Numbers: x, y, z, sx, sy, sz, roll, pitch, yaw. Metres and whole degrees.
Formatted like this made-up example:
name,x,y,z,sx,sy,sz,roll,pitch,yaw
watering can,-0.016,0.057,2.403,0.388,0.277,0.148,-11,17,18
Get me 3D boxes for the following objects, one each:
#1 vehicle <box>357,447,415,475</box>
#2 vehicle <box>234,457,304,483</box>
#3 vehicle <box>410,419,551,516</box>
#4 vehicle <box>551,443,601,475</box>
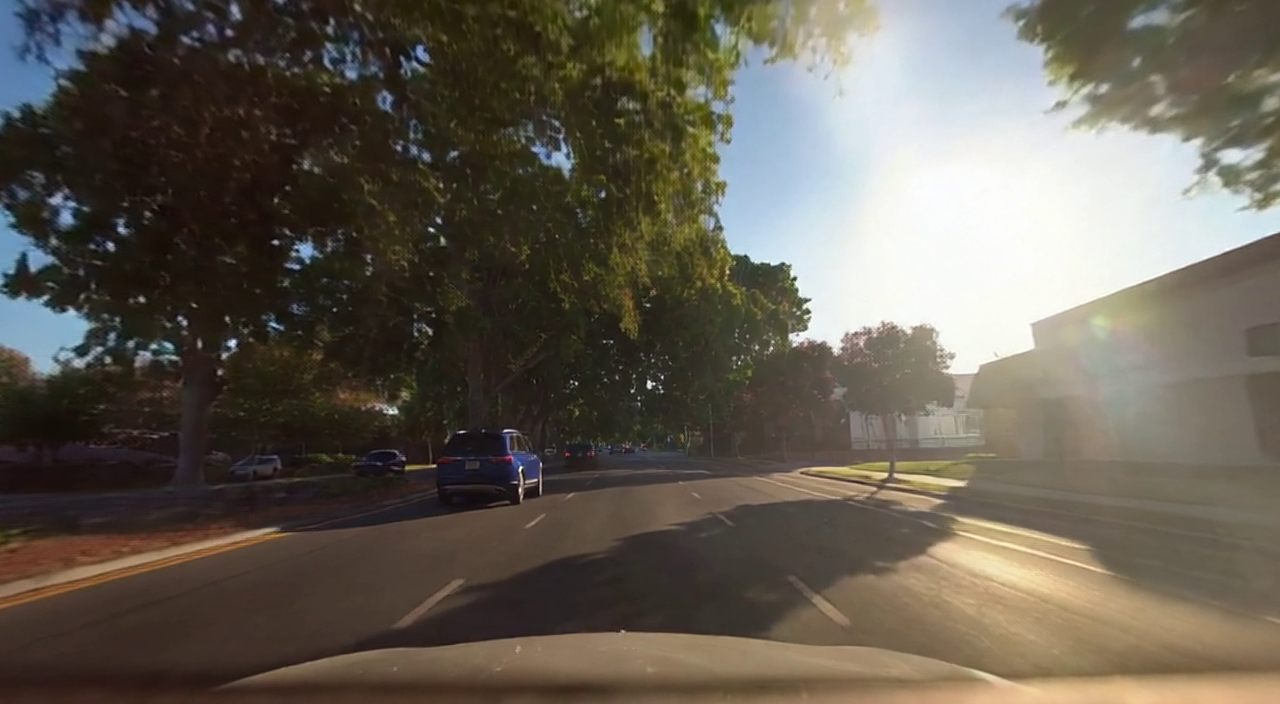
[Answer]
name,x,y,z,sx,sy,sz,roll,pitch,yaw
vehicle,-16.505,7.071,41.349,1.963,1.712,4.436,0,-8,0
vehicle,-22.993,7.312,39.351,1.906,1.494,3.966,0,-9,0
vehicle,-3.325,2.504,14.158,2.042,1.817,4.364,0,-8,-1
vehicle,-3.118,5.336,31.700,2.069,1.470,4.601,0,-8,0
